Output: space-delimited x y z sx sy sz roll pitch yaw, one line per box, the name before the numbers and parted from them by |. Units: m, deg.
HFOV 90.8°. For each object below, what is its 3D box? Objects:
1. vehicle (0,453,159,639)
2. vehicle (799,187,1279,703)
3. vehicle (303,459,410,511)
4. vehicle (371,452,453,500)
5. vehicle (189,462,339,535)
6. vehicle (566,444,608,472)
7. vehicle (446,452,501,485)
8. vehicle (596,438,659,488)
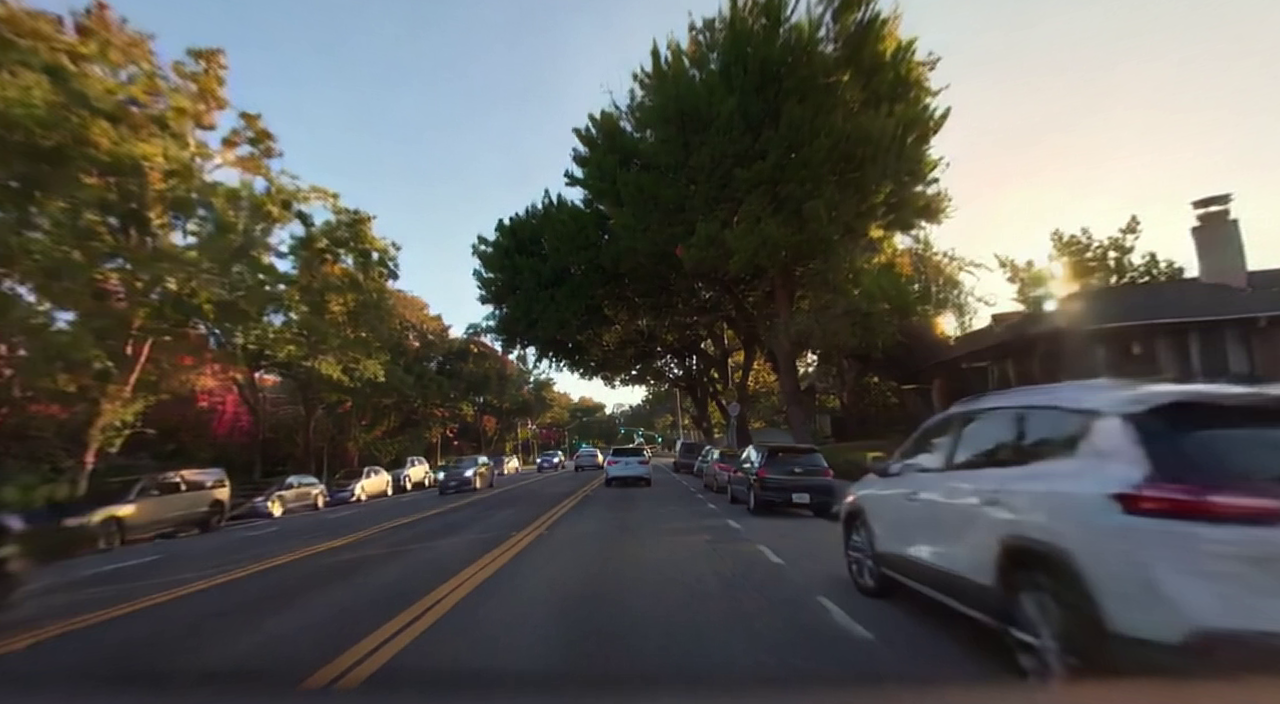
vehicle | -6.373 1.611 4.622 1.998 1.518 4.817 -5 -9 0
vehicle | 2.508 0.860 3.315 2.119 1.884 4.567 0 -9 0
vehicle | -12.167 5.698 27.601 2.076 1.600 5.382 -8 -9 0
vehicle | -12.142 6.571 34.120 2.264 2.010 5.742 -4 -7 0
vehicle | -12.346 4.760 21.230 1.979 1.815 5.139 -6 -9 -1
vehicle | -3.066 6.254 37.351 2.117 1.528 4.277 0 -9 0
vehicle | -9.137 6.396 35.091 1.918 1.648 4.163 0 -9 0
vehicle | -0.400 3.896 22.418 2.041 1.575 4.304 0 -9 0
